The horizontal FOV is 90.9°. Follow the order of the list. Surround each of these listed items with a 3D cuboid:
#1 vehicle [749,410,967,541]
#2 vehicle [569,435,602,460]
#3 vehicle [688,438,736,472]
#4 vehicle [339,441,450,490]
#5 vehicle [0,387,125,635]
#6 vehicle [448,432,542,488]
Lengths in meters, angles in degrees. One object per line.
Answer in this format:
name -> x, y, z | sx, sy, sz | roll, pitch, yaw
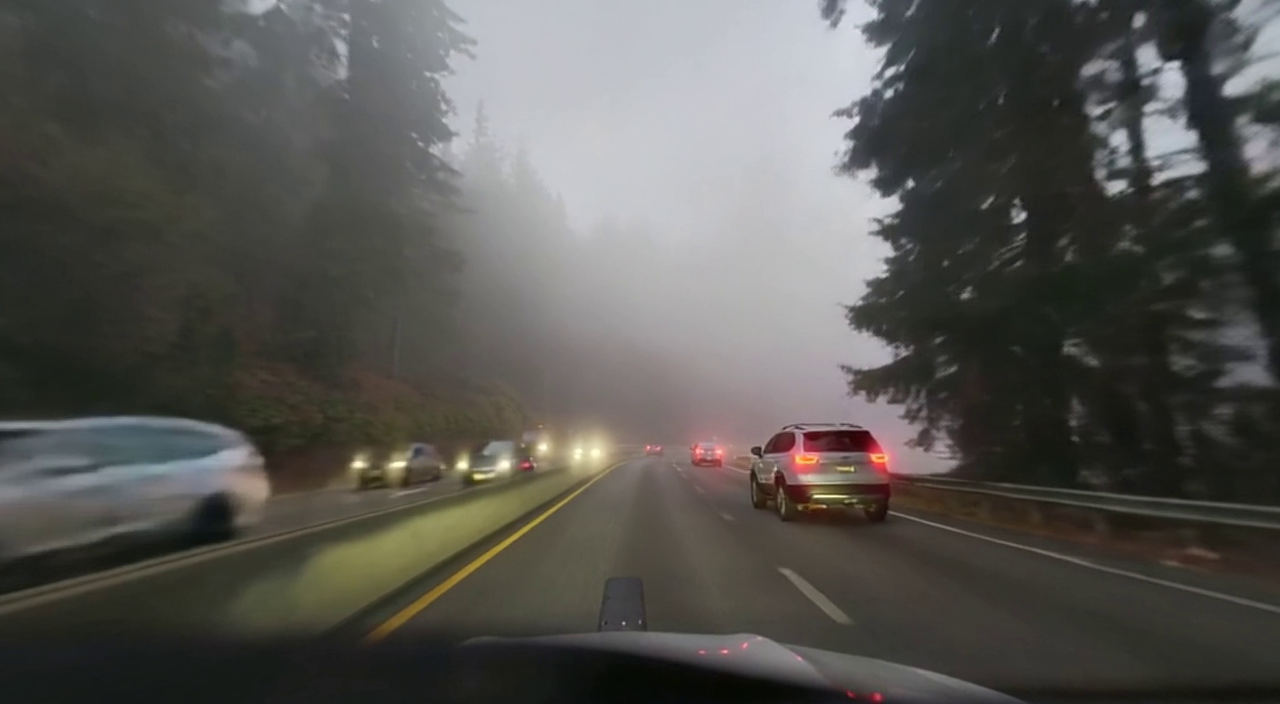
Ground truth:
vehicle -> 3.621, 2.168, 11.750 | 2.270, 1.897, 4.822 | 0, -8, -1
vehicle -> -4.057, 7.201, 47.585 | 1.965, 1.727, 4.041 | -1, -8, 3
vehicle -> 3.879, 5.640, 34.702 | 2.112, 1.708, 4.380 | 0, -8, 0
vehicle -> -8.182, 3.801, 21.539 | 1.909, 1.486, 4.382 | 0, -8, 2
vehicle -> -5.548, 0.935, 3.199 | 2.146, 1.707, 4.326 | 0, -8, 1
vehicle -> -4.831, 3.666, 21.726 | 2.054, 1.683, 4.384 | 0, -8, 2
